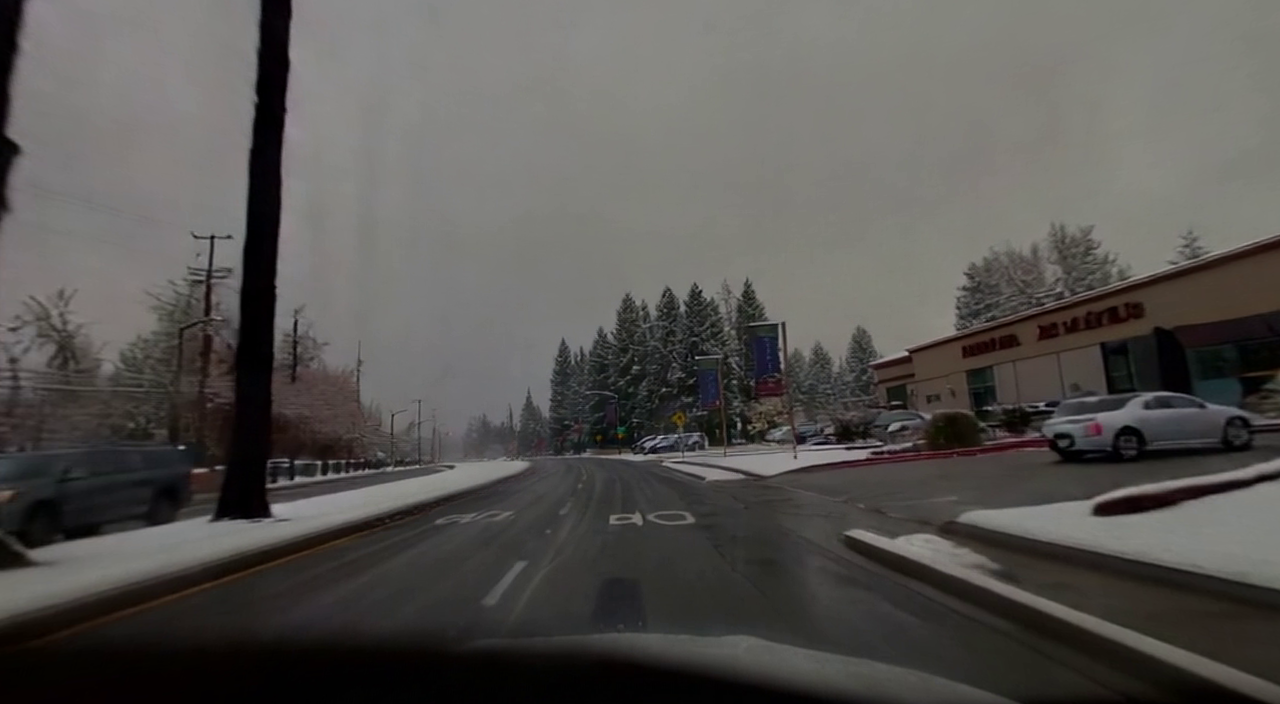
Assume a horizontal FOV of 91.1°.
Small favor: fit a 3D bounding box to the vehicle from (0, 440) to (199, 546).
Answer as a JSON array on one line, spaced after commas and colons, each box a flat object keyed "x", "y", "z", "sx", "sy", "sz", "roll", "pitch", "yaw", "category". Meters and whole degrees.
[{"x": -12.977, "y": 3.026, "z": 14.308, "sx": 2.239, "sy": 1.955, "sz": 5.017, "roll": 0, "pitch": -8, "yaw": -1, "category": "vehicle"}]

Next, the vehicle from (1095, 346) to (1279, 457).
[{"x": 10.610, "y": 0.876, "z": 10.418, "sx": 4.423, "sy": 1.662, "sz": 2.097, "roll": 0, "pitch": -8, "yaw": 1, "category": "vehicle"}]

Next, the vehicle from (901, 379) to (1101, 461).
[{"x": 11.486, "y": 2.263, "z": 20.315, "sx": 4.873, "sy": 1.955, "sz": 2.245, "roll": -6, "pitch": -11, "yaw": -1, "category": "vehicle"}]

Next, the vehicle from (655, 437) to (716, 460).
[{"x": 3.436, "y": 7.207, "z": 47.017, "sx": 4.248, "sy": 1.663, "sz": 2.180, "roll": 8, "pitch": -11, "yaw": -43, "category": "vehicle"}]
